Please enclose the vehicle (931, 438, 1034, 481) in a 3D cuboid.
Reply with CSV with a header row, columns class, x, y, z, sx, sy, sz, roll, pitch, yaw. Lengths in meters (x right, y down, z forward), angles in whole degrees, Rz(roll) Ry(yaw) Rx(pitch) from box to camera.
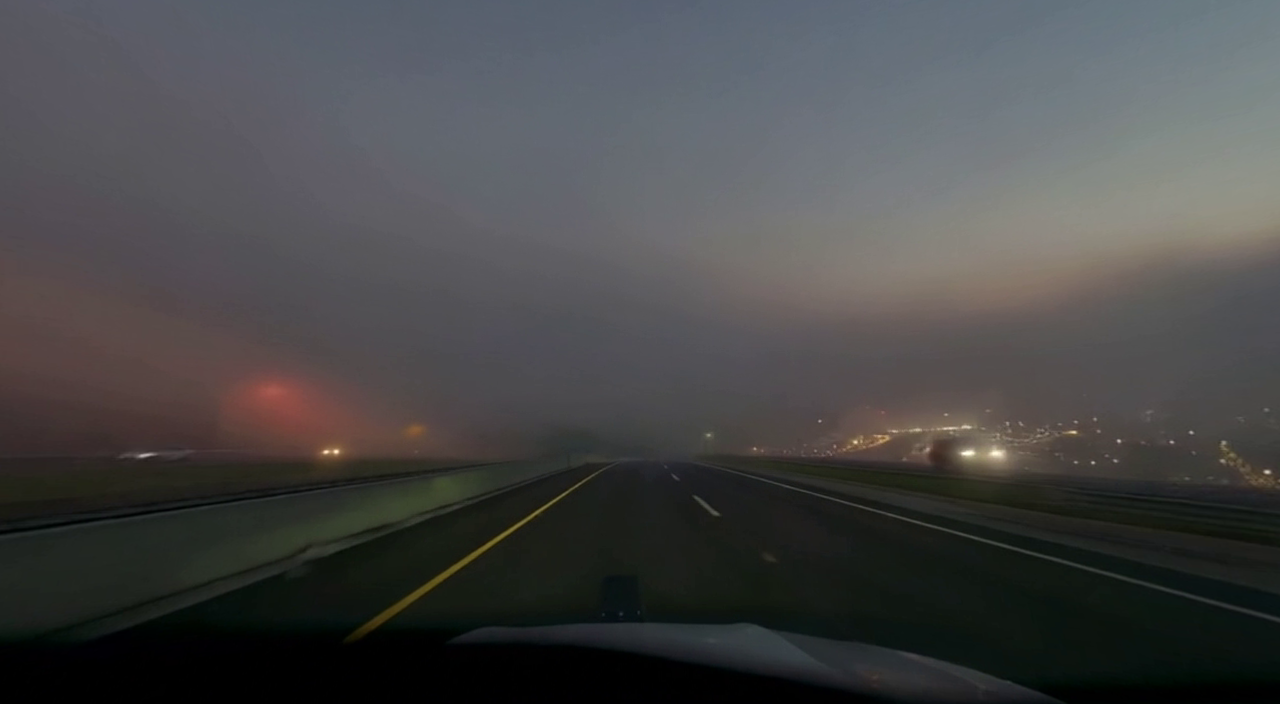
class,x,y,z,sx,sy,sz,roll,pitch,yaw
vehicle,13.641,4.273,25.382,1.770,1.578,3.997,0,-8,-2
